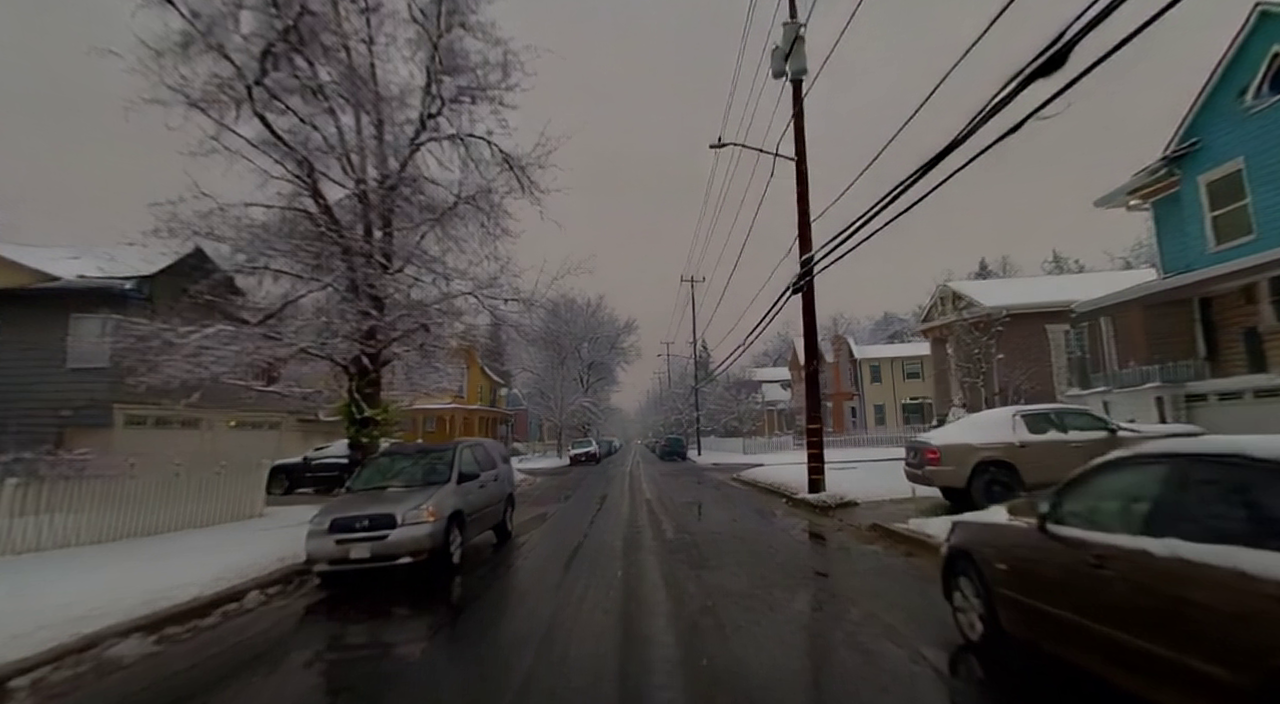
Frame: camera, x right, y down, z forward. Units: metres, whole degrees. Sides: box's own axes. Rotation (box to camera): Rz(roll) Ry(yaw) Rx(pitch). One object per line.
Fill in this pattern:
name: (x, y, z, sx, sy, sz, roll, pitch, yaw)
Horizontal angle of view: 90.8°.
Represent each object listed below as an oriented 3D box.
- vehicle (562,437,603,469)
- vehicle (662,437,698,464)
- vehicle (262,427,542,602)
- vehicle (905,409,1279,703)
vehicle: (-3.506, 6.210, 39.144, 2.082, 1.759, 4.541, -2, -7, 0)
vehicle: (2.849, 7.141, 46.219, 2.129, 1.873, 4.471, 0, -7, -2)
vehicle: (-3.046, 2.104, 9.418, 2.204, 1.655, 4.813, -7, -7, 0)
vehicle: (3.115, 1.095, 2.591, 2.043, 1.631, 4.613, 1, -7, 0)
